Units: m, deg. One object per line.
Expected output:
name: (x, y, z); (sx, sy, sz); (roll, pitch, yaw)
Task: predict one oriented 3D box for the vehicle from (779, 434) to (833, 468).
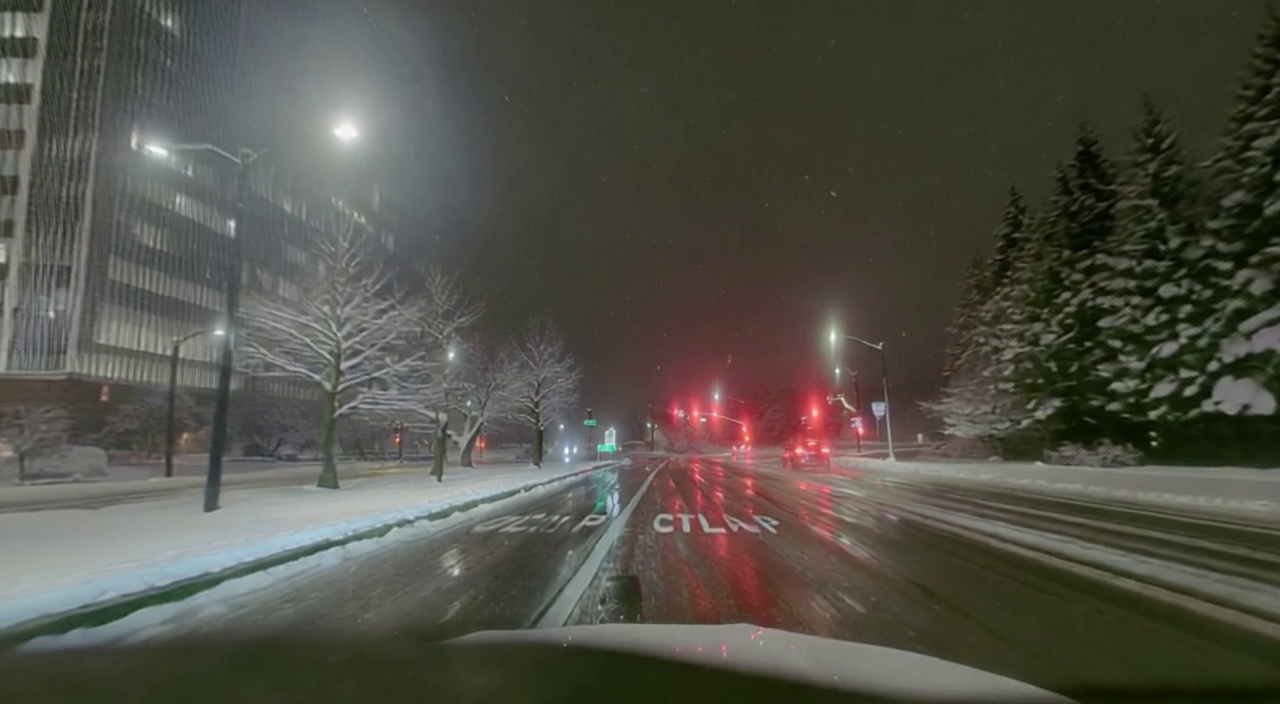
vehicle: (9.853, 5.917, 37.933); (2.156, 1.881, 4.743); (0, -8, 2)
